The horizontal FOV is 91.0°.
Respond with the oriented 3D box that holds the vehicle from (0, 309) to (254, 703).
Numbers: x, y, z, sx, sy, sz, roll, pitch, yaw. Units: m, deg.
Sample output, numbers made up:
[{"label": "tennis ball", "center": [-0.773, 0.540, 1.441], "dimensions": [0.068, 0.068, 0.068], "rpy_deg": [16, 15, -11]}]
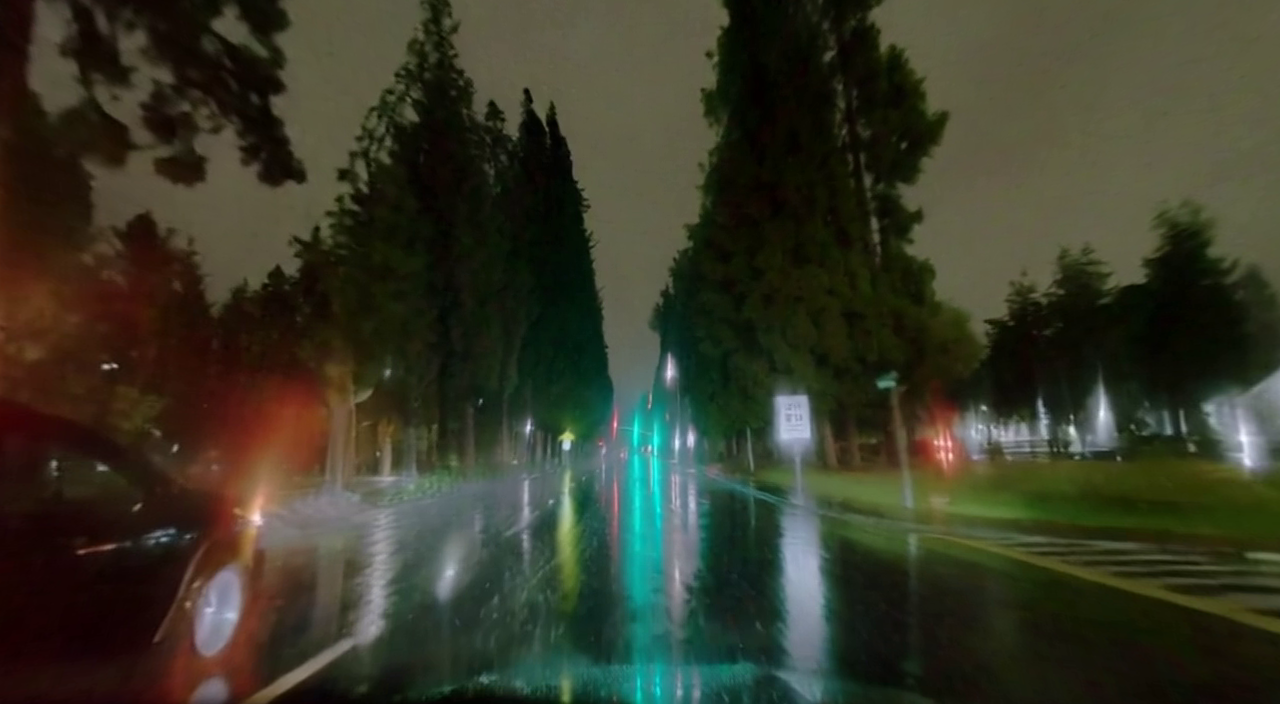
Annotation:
[{"label": "vehicle", "center": [-3.127, 0.577, 0.924], "dimensions": [2.141, 1.761, 4.742], "rpy_deg": [0, -9, -1]}]
